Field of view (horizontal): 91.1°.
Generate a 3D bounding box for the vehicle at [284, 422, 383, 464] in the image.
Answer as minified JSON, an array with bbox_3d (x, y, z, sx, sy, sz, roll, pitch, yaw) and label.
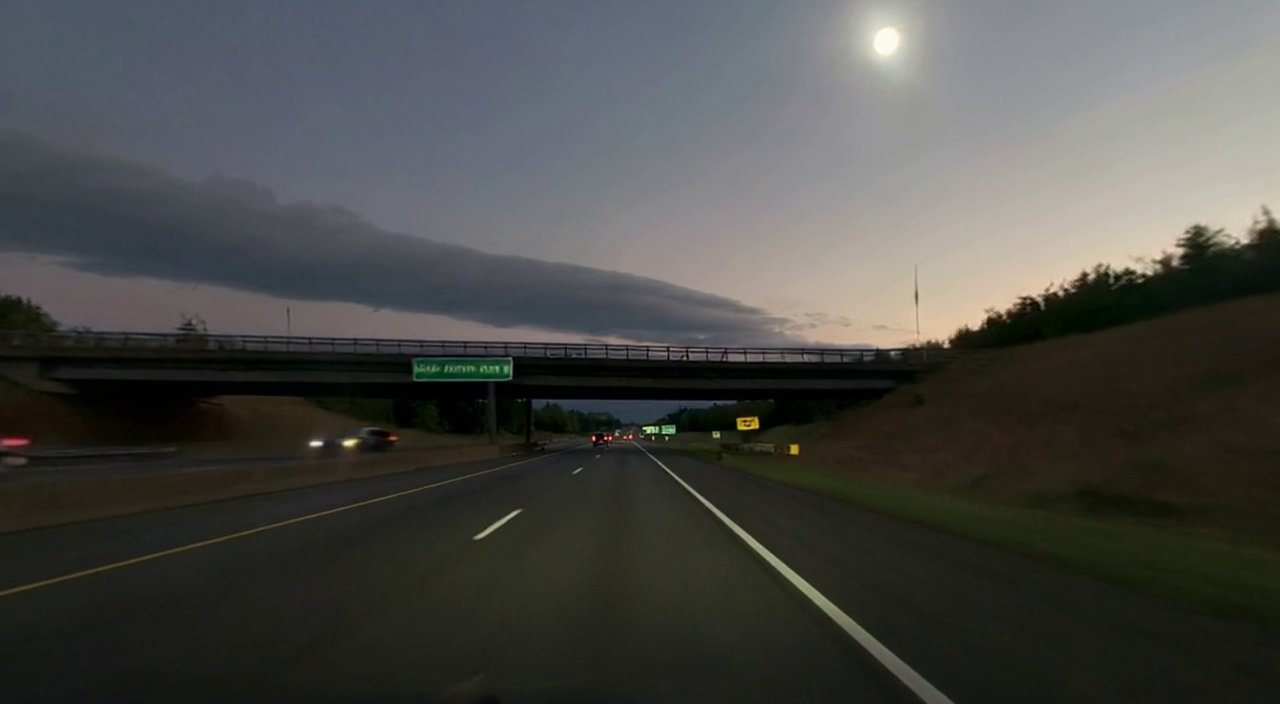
[{"bbox_3d":[-11.974,3.574,24.897,1.864,1.533,4.094,0,-8,0],"label":"vehicle"}]
